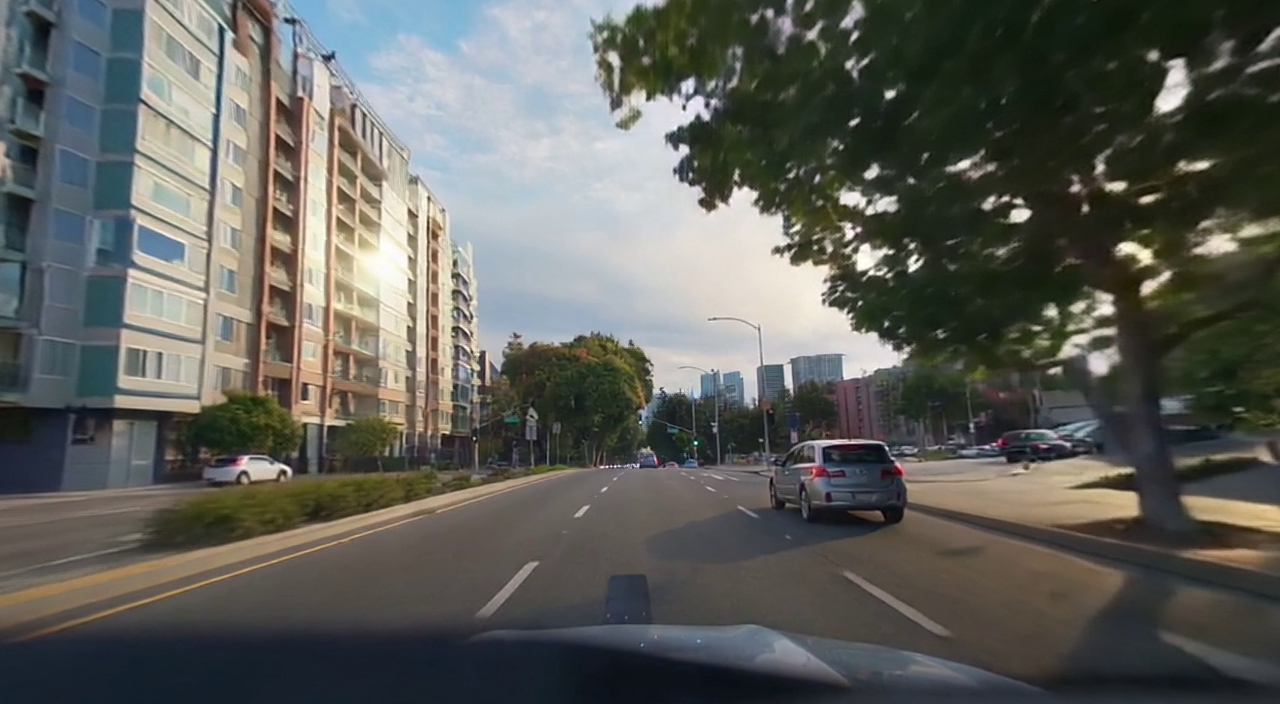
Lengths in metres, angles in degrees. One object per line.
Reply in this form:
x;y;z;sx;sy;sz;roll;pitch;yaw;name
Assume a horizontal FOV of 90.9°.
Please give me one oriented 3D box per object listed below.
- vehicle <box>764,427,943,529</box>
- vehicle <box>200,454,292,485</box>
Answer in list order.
3.727;2.268;11.880;1.949;1.583;3.996;0;-9;0;vehicle
-21.259;6.325;34.279;1.864;1.468;4.770;0;-9;1;vehicle
